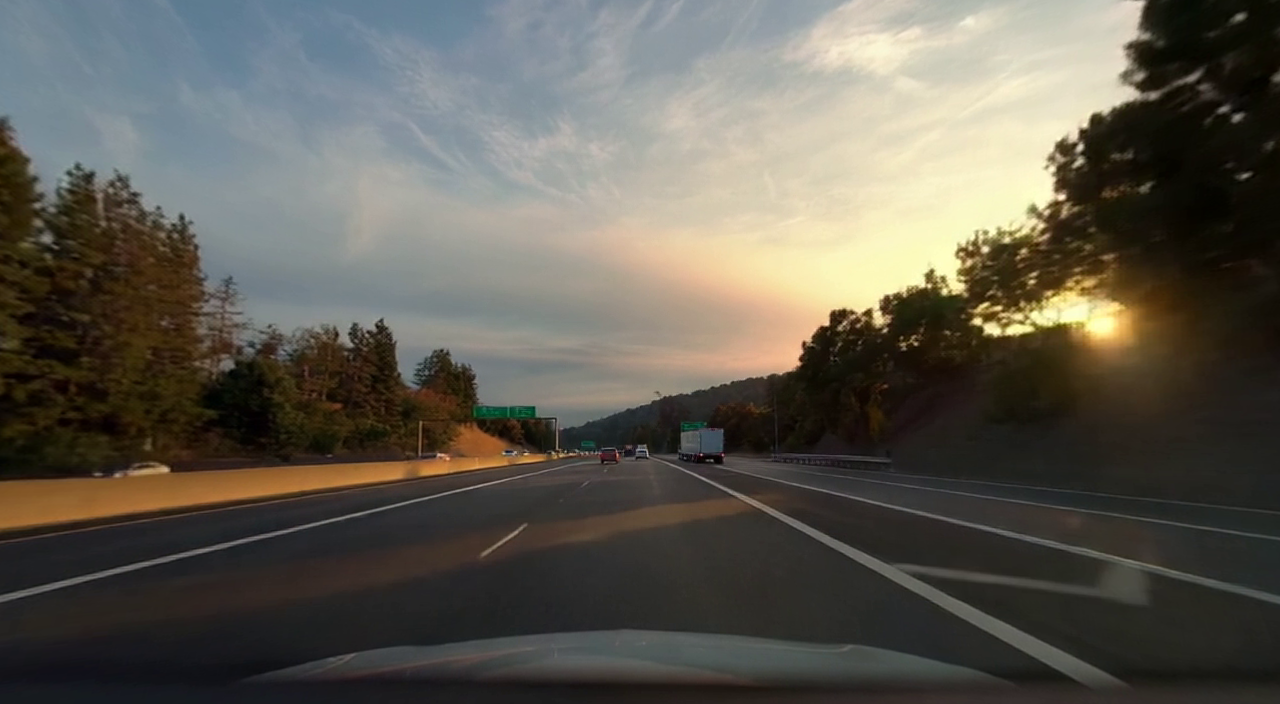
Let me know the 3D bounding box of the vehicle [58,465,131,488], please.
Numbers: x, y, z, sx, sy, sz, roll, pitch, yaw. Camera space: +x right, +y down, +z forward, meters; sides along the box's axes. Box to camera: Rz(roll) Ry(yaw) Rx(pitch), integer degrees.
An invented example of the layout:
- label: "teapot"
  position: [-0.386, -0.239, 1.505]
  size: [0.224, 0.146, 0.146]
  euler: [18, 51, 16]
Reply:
- label: "vehicle"
  position: [-38.058, 8.676, 44.139]
  size: [1.934, 1.412, 4.014]
  euler: [1, -9, -10]
